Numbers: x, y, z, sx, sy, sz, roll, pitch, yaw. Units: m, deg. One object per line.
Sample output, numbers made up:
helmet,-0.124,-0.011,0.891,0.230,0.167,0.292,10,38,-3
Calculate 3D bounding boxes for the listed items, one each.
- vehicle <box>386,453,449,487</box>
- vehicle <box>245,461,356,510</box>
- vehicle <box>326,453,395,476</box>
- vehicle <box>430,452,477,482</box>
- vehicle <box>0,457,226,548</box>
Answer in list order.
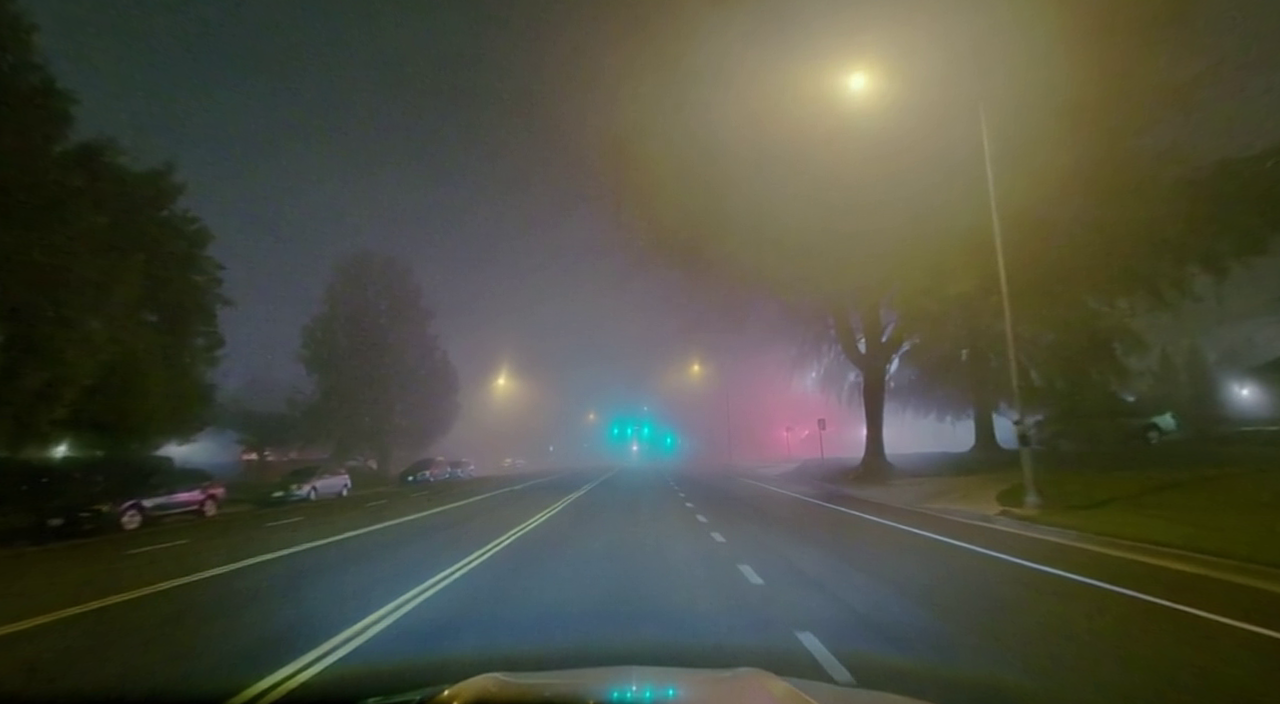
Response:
vehicle,-12.698,6.718,36.370,1.882,1.775,4.904,0,-9,0
vehicle,-12.768,5.006,24.115,1.833,1.464,4.292,-4,-8,1
vehicle,-21.428,8.636,48.535,4.284,1.621,1.938,0,-9,1
vehicle,-12.400,7.638,42.165,1.882,1.727,3.945,-4,-8,1
vehicle,-12.921,3.599,15.817,2.086,1.720,4.499,-3,-8,0
